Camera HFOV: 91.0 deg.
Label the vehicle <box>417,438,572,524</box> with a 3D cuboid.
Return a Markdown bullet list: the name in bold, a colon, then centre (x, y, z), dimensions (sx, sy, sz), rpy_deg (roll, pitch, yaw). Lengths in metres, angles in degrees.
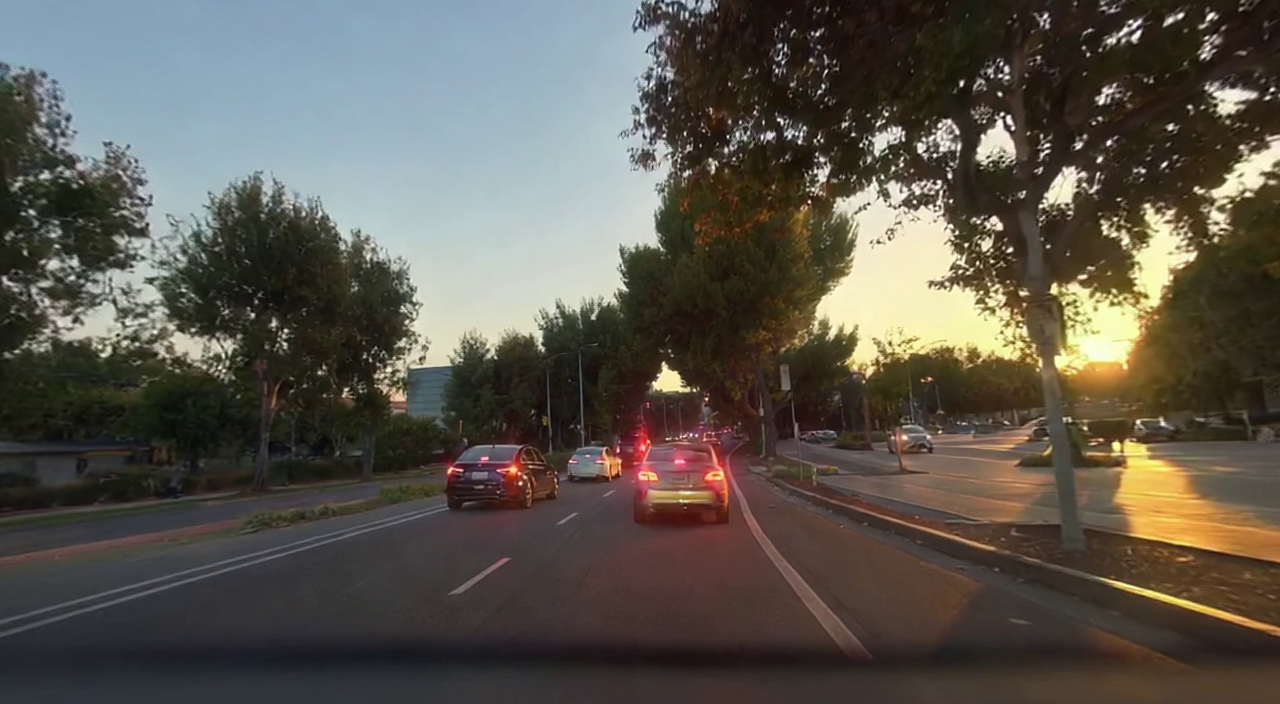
- **vehicle**: centre (-2.828, 2.609, 13.335), dimensions (1.940, 1.502, 4.241), rpy_deg (-1, -9, 5)

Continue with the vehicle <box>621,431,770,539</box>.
- **vehicle**: centre (0.888, 2.240, 11.203), dimensions (2.142, 1.528, 4.133), rpy_deg (-1, -9, 3)

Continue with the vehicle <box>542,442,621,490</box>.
- **vehicle**: centre (-1.928, 3.919, 22.062), dimensions (1.870, 1.490, 4.187), rpy_deg (-1, -9, 7)
